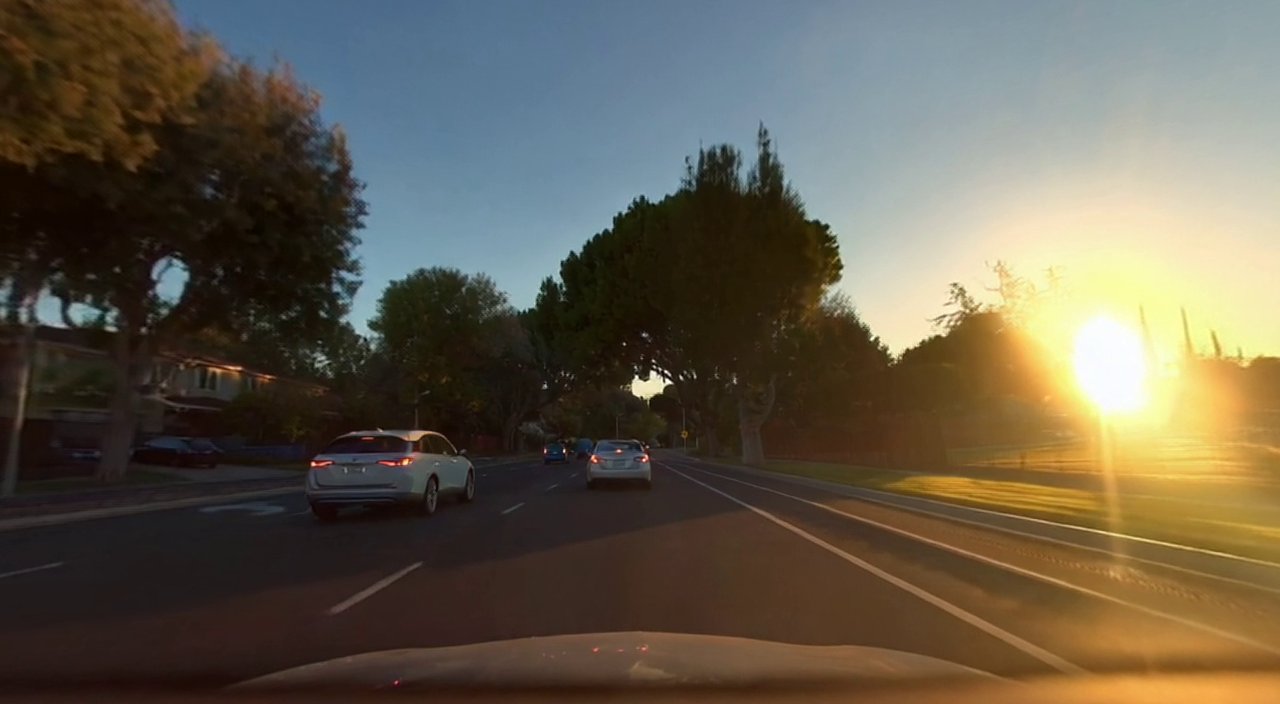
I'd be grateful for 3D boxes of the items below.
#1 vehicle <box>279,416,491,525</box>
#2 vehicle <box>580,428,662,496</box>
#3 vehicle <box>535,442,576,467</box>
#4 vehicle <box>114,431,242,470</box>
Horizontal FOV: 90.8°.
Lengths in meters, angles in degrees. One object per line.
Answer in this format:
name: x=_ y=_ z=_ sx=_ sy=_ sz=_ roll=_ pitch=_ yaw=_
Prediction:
vehicle: x=-4.598 y=2.223 z=12.393 sx=2.243 sy=1.722 sz=4.621 roll=0 pitch=-8 yaw=0
vehicle: x=-0.522 y=3.178 z=18.616 sx=2.131 sy=1.761 sz=4.242 roll=0 pitch=-8 yaw=-1
vehicle: x=-5.327 y=6.510 z=40.301 sx=2.014 sy=1.493 sz=4.658 roll=0 pitch=-8 yaw=-1
vehicle: x=-25.689 y=5.504 z=35.301 sx=5.216 sy=2.058 sz=2.299 roll=0 pitch=-8 yaw=-1
